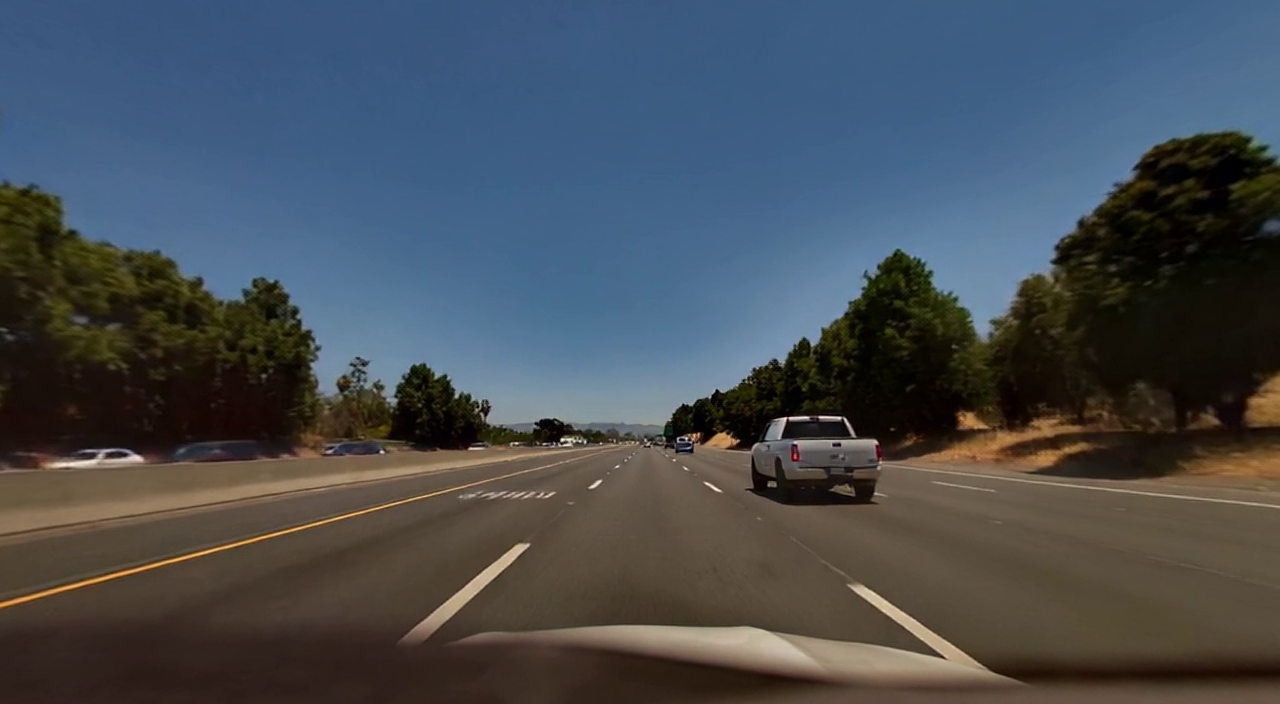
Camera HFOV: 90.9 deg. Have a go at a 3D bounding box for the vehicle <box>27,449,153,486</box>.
[{"bbox_3d":[-24.506,5.127,28.326,1.759,1.476,4.250,0,-8,1],"label":"vehicle"}]

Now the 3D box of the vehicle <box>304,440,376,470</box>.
[{"bbox_3d":[-19.059,6.540,40.353,2.094,1.790,4.848,-1,-8,3],"label":"vehicle"}]

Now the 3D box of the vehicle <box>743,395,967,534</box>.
[{"bbox_3d":[3.540,2.021,11.912,2.218,1.964,5.662,0,-8,0],"label":"vehicle"}]

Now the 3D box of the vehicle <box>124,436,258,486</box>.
[{"bbox_3d":[-17.550,4.269,24.998,1.914,1.766,4.501,-1,-8,1],"label":"vehicle"}]
